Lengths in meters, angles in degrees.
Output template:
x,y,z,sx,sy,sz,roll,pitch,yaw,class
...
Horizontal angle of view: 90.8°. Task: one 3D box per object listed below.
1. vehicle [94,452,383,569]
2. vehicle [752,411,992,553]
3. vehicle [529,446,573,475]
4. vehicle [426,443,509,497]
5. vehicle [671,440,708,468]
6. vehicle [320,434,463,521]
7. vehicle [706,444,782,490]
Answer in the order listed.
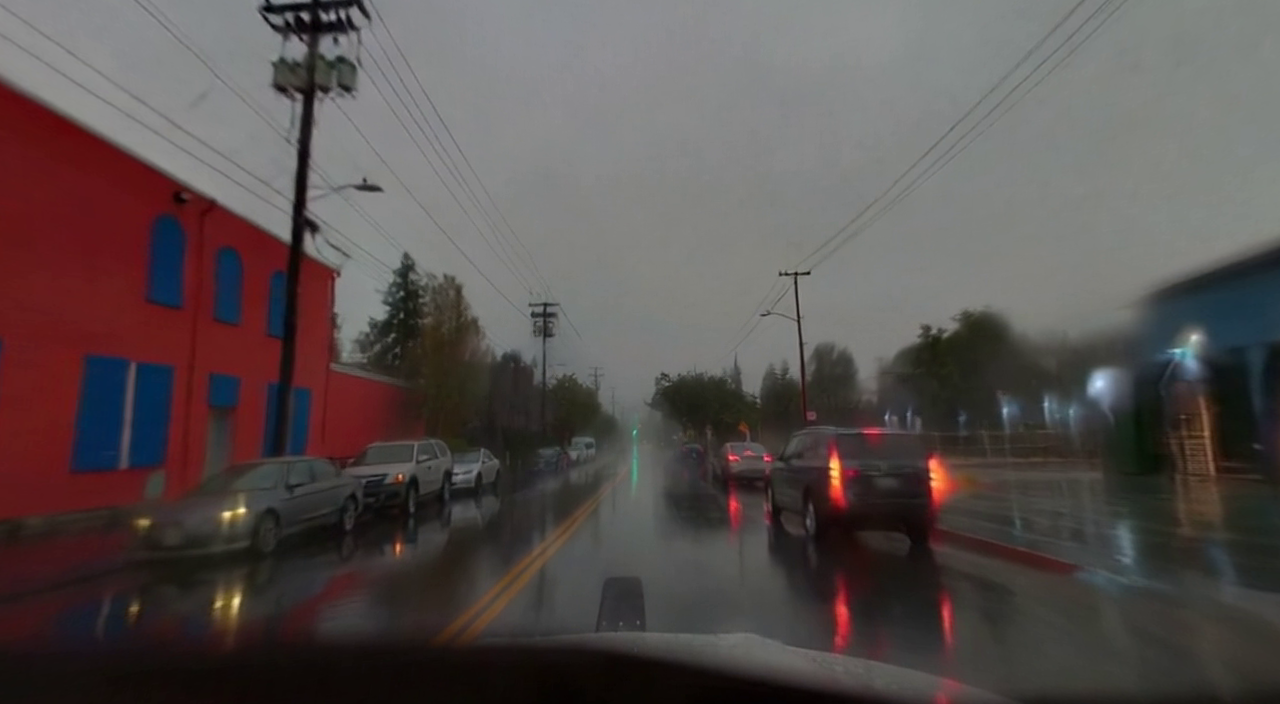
x,y,z,sx,sy,sz,roll,pitch,yaw,class
-6.221,2.445,10.609,1.844,1.486,4.474,-1,-9,1,vehicle
3.423,2.040,10.564,2.182,1.824,4.622,0,-9,-1,vehicle
-5.674,6.966,40.768,1.910,1.488,3.999,-4,-7,5,vehicle
-6.103,4.219,22.829,1.906,1.623,4.057,-4,-9,-1,vehicle
3.587,7.490,46.534,2.313,1.937,5.092,0,-9,0,vehicle
-6.172,3.134,16.358,1.983,1.809,4.503,-2,-9,-1,vehicle
3.647,4.136,23.030,1.942,1.476,4.739,0,-9,-1,vehicle
